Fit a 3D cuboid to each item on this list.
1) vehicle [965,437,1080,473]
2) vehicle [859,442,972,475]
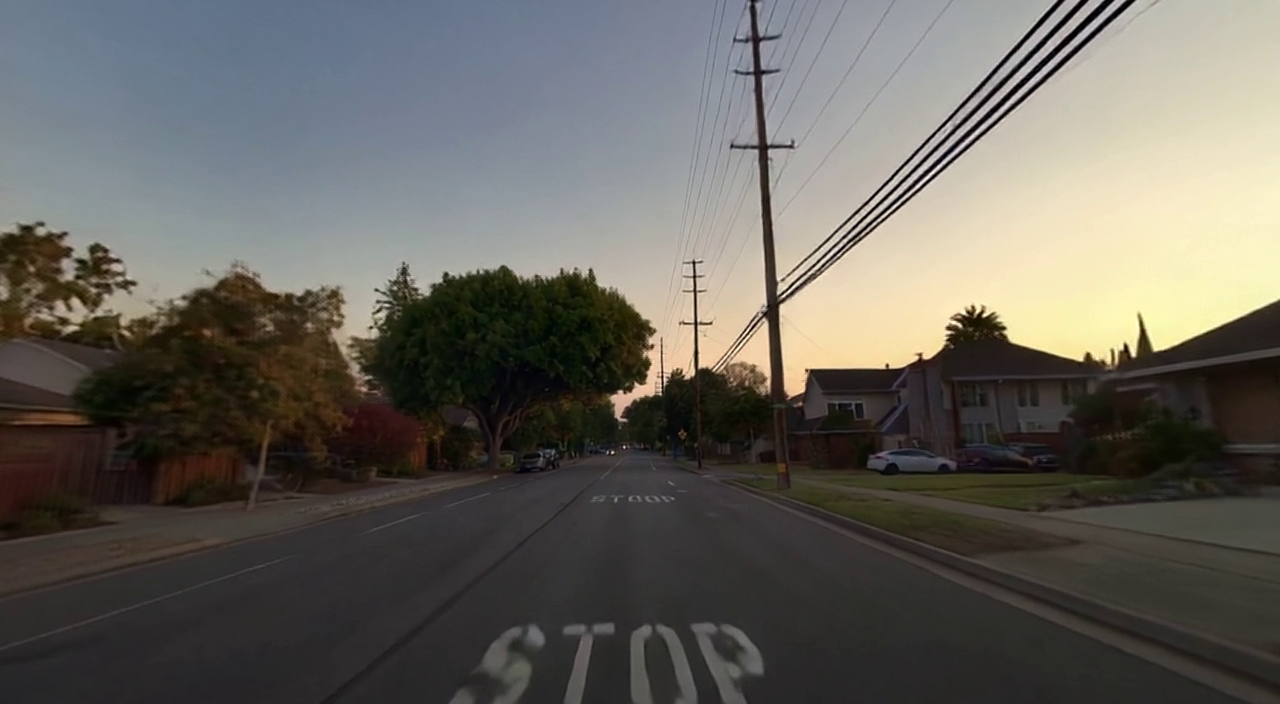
[{"bbox_3d":[18.907,5.104,31.368,4.362,1.480,1.903,-3,-7,0],"label":"vehicle"},{"bbox_3d":[13.624,5.271,31.393,4.624,1.420,2.045,-1,-9,-4],"label":"vehicle"}]
